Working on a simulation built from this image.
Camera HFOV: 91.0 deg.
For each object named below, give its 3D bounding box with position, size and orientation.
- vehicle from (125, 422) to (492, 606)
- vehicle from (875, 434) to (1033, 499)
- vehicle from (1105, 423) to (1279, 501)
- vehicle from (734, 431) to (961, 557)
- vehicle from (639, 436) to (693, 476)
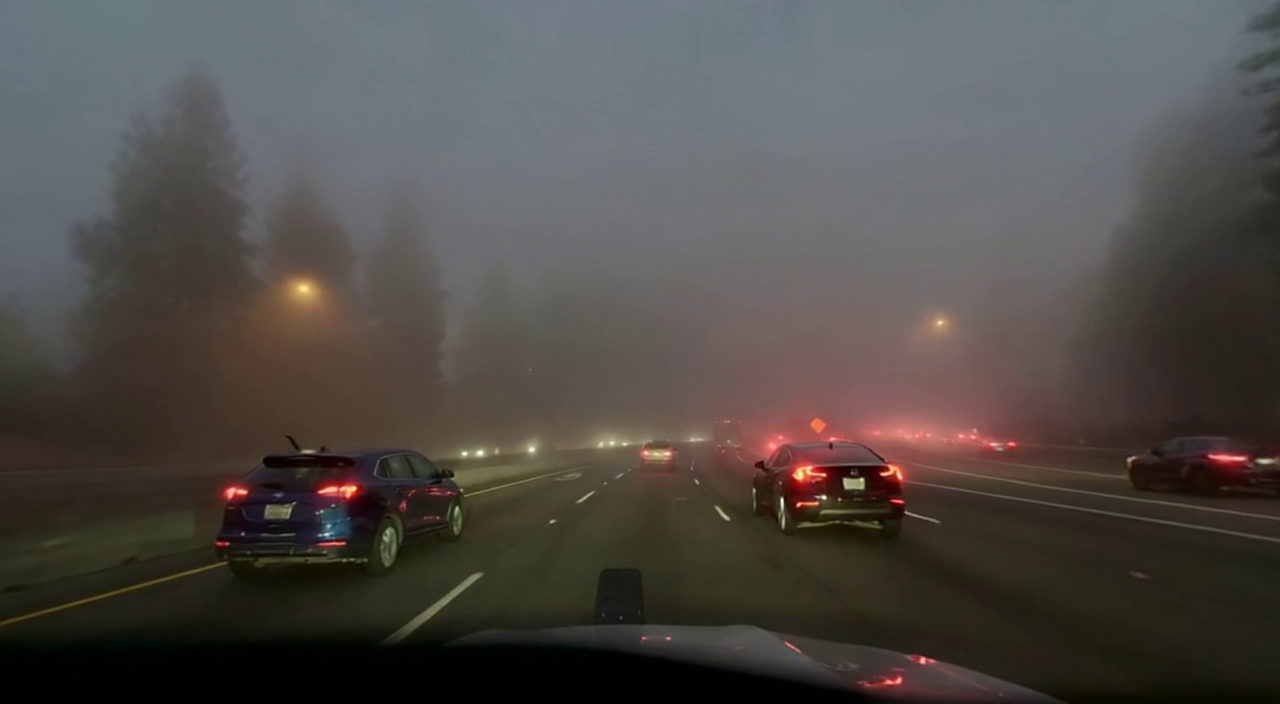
[{"bbox_3d":[-3.398,1.734,7.719,1.937,1.558,4.469,0,-9,2],"label":"vehicle"},{"bbox_3d":[8.201,3.027,17.036,2.014,1.506,4.626,0,-9,2],"label":"vehicle"},{"bbox_3d":[13.792,2.579,15.074,1.976,1.548,4.687,-1,-9,5],"label":"vehicle"},{"bbox_3d":[2.818,2.052,9.855,2.009,1.489,4.559,0,-9,0],"label":"vehicle"},{"bbox_3d":[1.182,4.575,27.858,2.201,1.614,3.803,-1,-9,4],"label":"vehicle"}]
